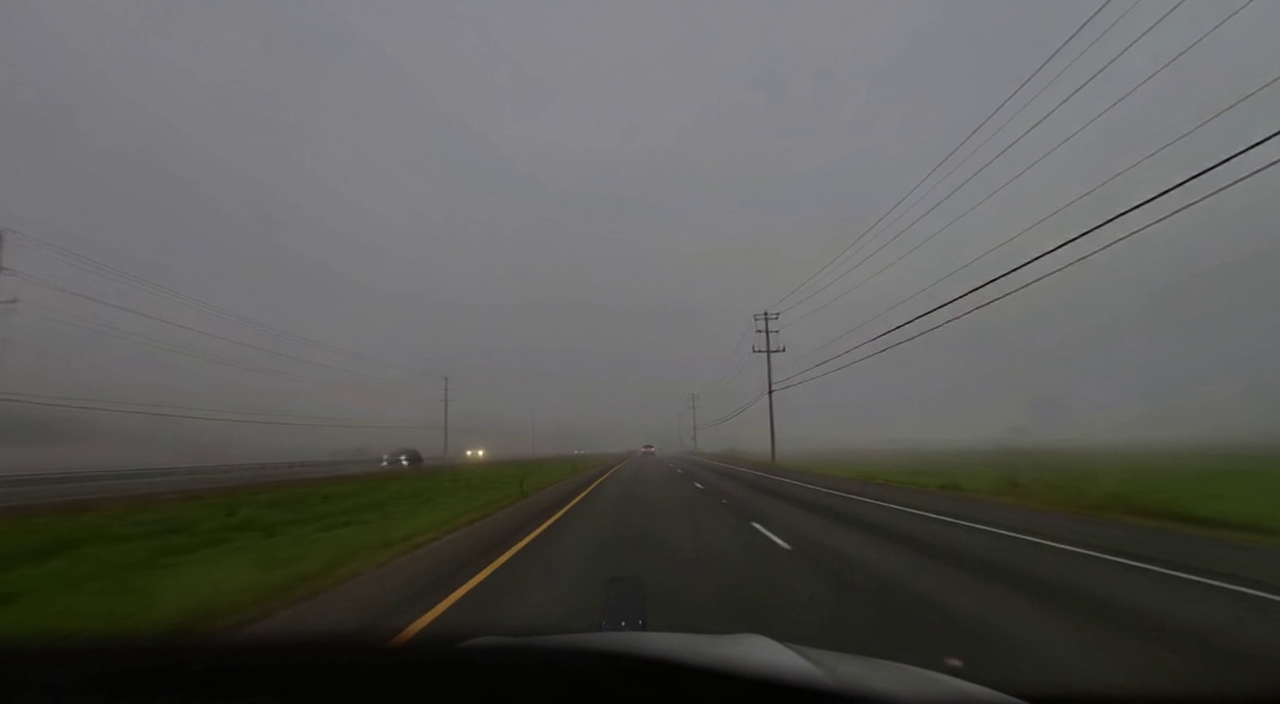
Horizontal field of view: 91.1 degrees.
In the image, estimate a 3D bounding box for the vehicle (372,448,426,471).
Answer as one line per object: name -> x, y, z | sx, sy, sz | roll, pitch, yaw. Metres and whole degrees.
vehicle -> -16.525, 7.359, 43.251 | 1.874, 1.441, 4.450 | 0, -8, 1
